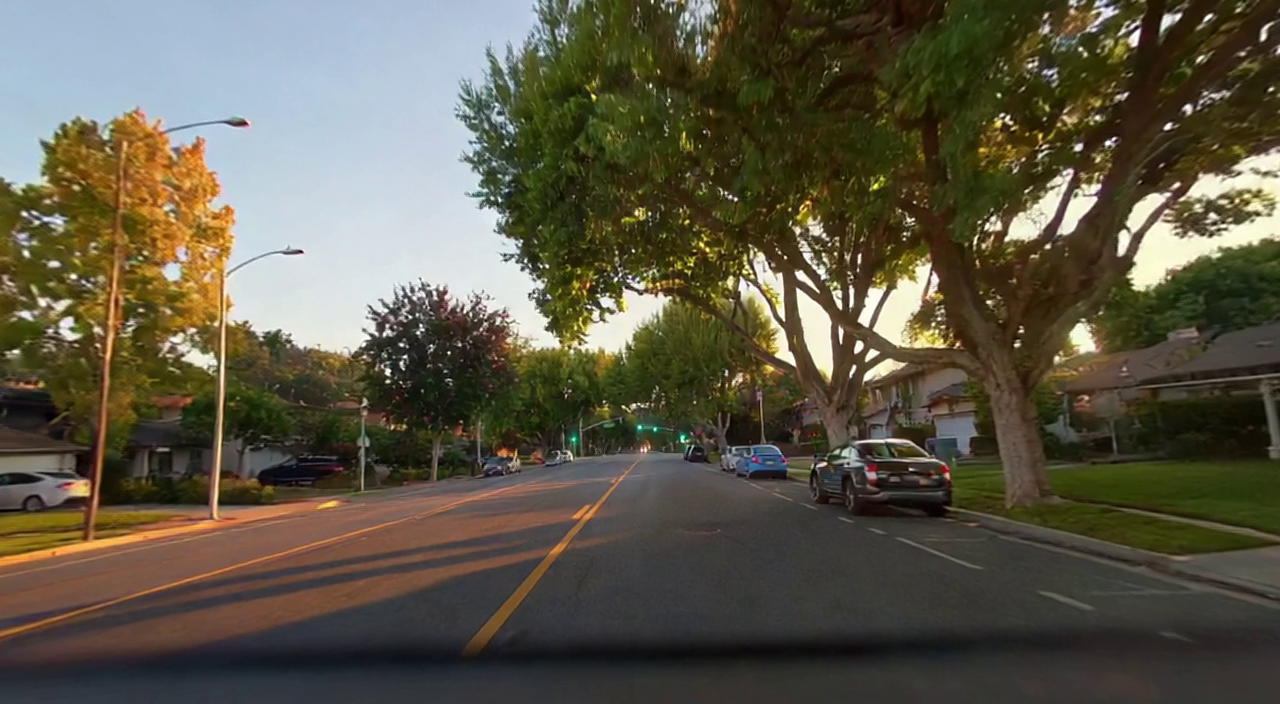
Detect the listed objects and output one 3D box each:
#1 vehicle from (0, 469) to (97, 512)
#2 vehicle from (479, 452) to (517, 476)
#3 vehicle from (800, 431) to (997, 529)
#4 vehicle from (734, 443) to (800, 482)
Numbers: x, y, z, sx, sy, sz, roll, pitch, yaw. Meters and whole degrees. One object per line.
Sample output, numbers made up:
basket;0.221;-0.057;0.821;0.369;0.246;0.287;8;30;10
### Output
vehicle;-23.317;5.149;23.572;4.410;1.440;1.838;0;-8;1
vehicle;-10.378;8.216;46.403;1.845;1.626;4.105;0;-8;-1
vehicle;4.771;2.413;12.568;1.934;1.573;4.547;0;-8;-1
vehicle;5.247;4.602;26.657;1.924;1.516;4.163;0;-8;0
